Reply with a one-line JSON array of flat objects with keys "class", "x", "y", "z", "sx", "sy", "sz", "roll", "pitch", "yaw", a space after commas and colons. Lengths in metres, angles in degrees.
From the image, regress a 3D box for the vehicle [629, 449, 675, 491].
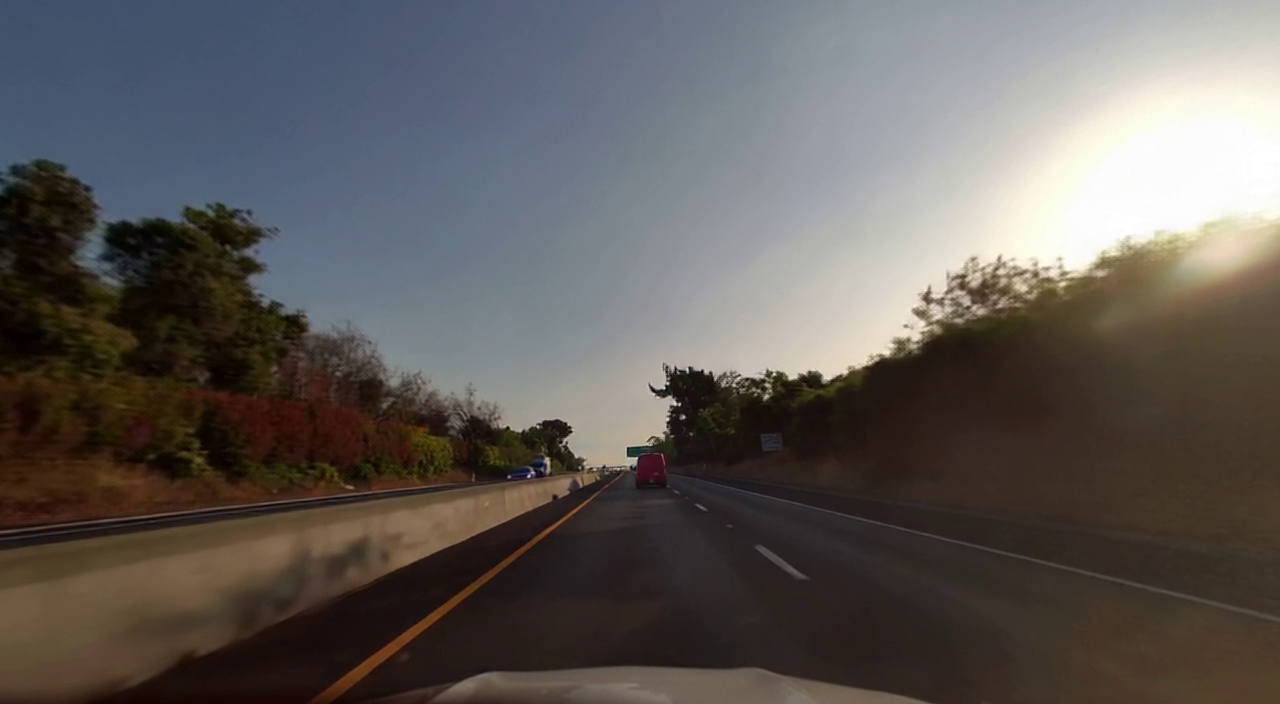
[{"class": "vehicle", "x": 0.620, "y": 6.783, "z": 36.234, "sx": 2.429, "sy": 2.167, "sz": 4.558, "roll": 1, "pitch": -10, "yaw": -2}]
